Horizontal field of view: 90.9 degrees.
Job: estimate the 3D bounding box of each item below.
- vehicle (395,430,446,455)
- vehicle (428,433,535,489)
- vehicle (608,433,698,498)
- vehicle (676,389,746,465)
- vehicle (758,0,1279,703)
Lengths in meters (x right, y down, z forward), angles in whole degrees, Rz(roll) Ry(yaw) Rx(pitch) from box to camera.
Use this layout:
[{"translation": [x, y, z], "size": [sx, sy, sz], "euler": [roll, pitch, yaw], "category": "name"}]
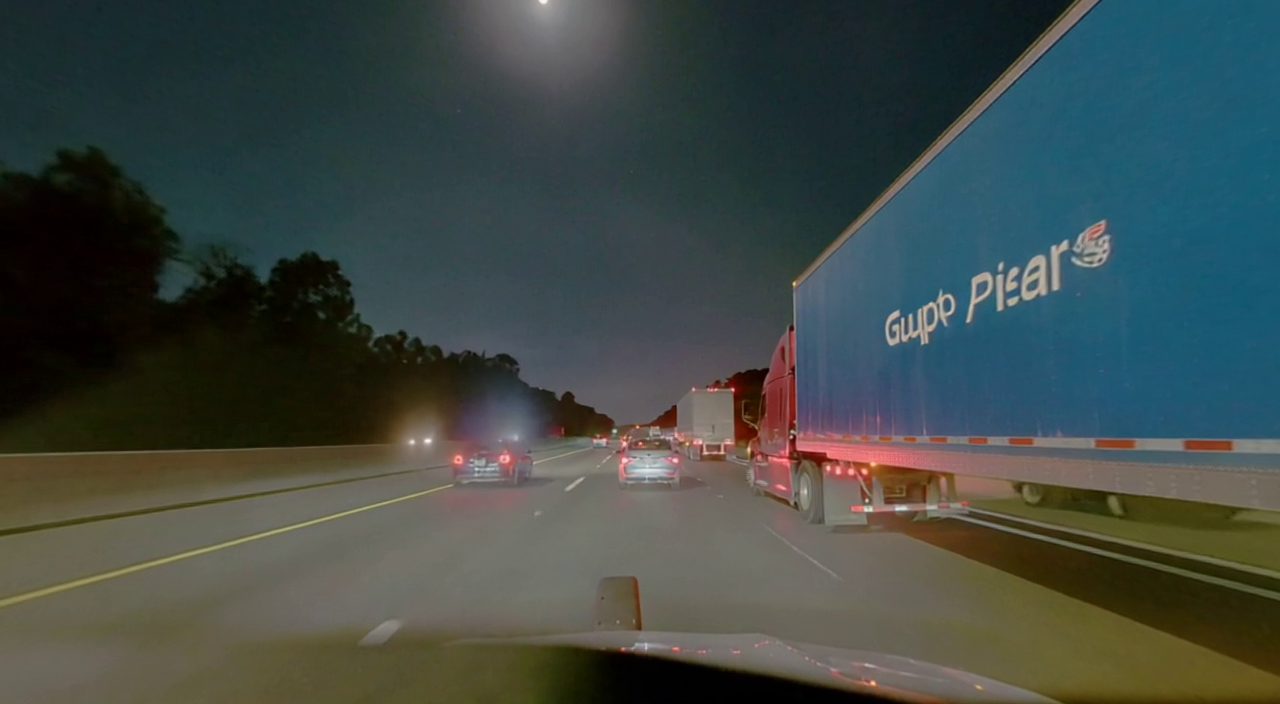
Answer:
[{"translation": [-17.070, 7.085, 49.262], "size": [2.037, 1.840, 4.691], "euler": [0, -8, 3], "category": "vehicle"}, {"translation": [-4.548, 3.186, 18.890], "size": [2.048, 1.452, 4.430], "euler": [0, -8, 0], "category": "vehicle"}, {"translation": [0.281, 2.802, 16.038], "size": [2.021, 1.435, 3.611], "euler": [0, -8, 0], "category": "vehicle"}, {"translation": [4.194, 4.928, 40.782], "size": [2.869, 4.067, 13.731], "euler": [0, -8, 0], "category": "vehicle"}, {"translation": [4.239, 0.252, 7.060], "size": [2.816, 4.070, 14.136], "euler": [0, -8, -1], "category": "vehicle"}]
